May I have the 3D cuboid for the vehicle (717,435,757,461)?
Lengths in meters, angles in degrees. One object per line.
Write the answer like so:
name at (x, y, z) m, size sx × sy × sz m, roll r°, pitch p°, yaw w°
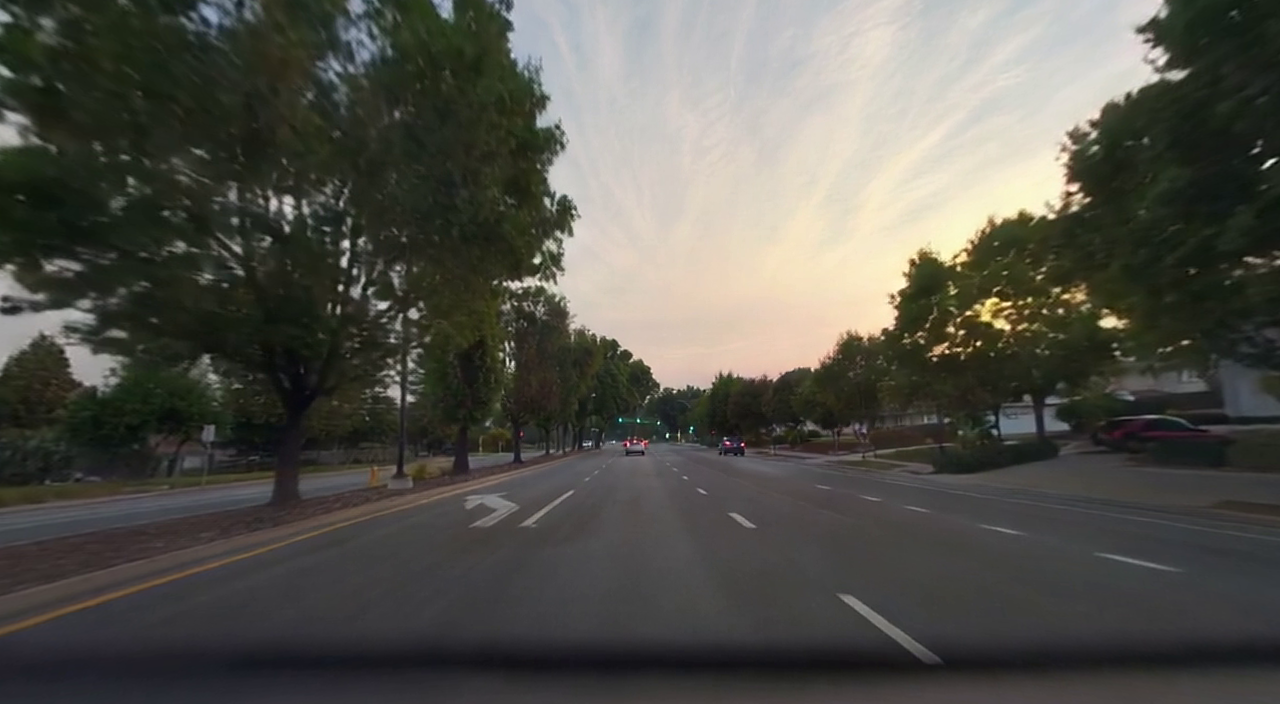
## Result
vehicle at (6.682, 6.661, 43.873) m, size 2.011 × 1.710 × 4.357 m, roll 0°, pitch -9°, yaw -1°
